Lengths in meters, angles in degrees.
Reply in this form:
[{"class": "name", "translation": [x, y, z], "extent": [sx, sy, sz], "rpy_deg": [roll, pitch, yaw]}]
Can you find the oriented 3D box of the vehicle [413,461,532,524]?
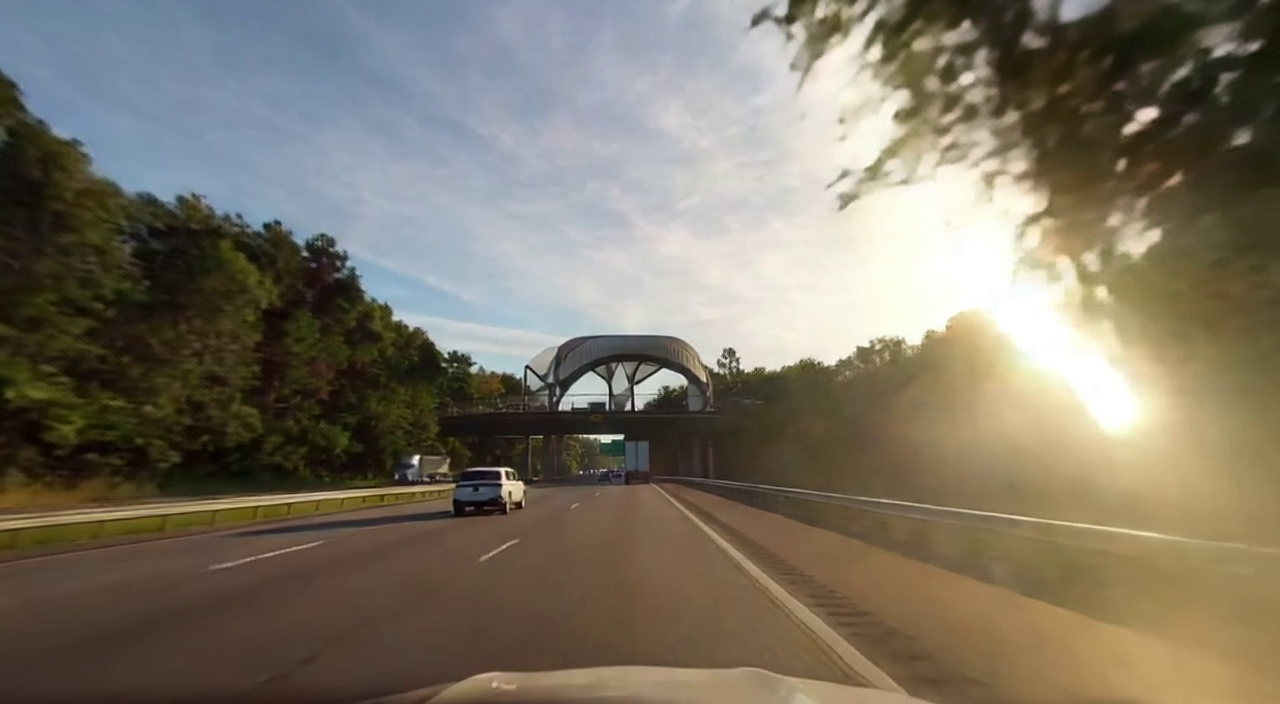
[{"class": "vehicle", "translation": [-4.420, 3.812, 17.530], "extent": [1.950, 1.460, 4.812], "rpy_deg": [1, -11, 0]}]
